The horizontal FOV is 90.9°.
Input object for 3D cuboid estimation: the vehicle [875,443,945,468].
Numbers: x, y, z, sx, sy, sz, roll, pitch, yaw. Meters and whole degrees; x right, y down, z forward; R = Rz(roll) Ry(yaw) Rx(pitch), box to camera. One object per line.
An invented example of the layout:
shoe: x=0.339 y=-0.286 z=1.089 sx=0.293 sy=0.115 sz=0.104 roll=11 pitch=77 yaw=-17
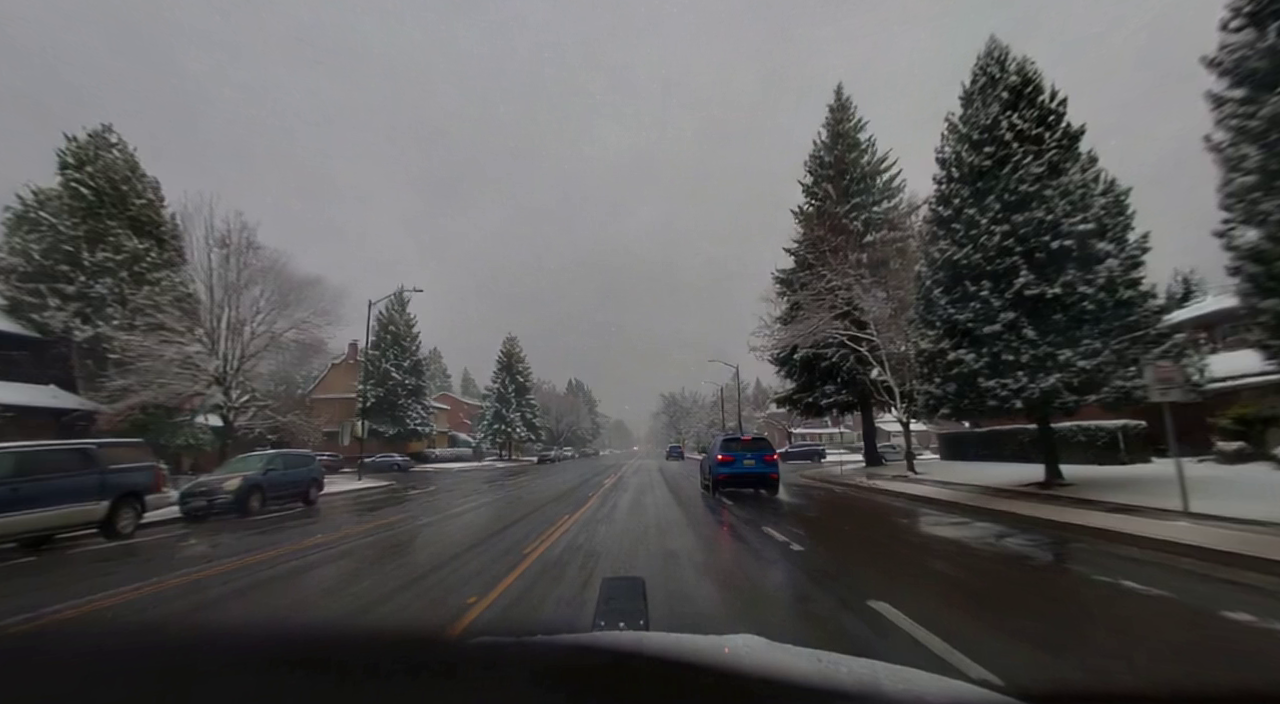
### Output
vehicle: x=16.733 y=6.410 z=39.126 sx=3.467 sy=1.520 sz=1.801 roll=0 pitch=-8 yaw=0

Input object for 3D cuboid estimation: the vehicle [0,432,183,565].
vehicle: x=-10.440 y=2.299 z=9.957 sx=2.386 sy=1.899 sz=5.278 roll=-3 pitch=-9 yaw=1

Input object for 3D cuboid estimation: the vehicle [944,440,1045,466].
vehicle: x=22.019 y=6.295 z=39.282 sx=5.051 sy=1.527 sz=1.968 roll=0 pitch=-10 yaw=2

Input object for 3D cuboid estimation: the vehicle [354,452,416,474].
vehicle: x=-19.821 y=8.623 z=49.047 sx=3.986 sy=1.665 sz=1.888 roll=-1 pitch=-8 yaw=2

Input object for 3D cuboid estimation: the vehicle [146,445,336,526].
vehicle: x=-10.469 y=3.467 z=17.096 sx=2.037 sy=1.790 sz=4.676 roll=-2 pitch=-9 yaw=1

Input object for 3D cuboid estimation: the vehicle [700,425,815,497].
vehicle: x=3.426 y=3.350 z=19.804 sx=2.497 sy=1.889 sz=5.833 roll=0 pitch=-8 yaw=0
